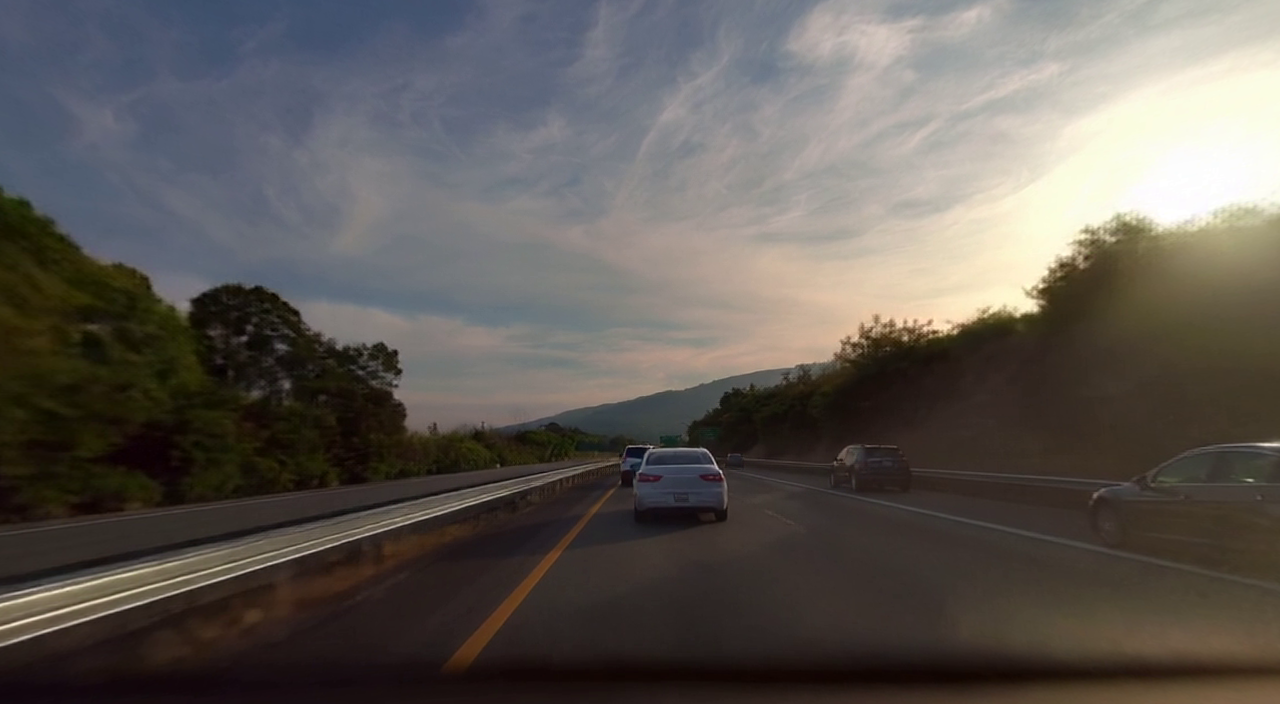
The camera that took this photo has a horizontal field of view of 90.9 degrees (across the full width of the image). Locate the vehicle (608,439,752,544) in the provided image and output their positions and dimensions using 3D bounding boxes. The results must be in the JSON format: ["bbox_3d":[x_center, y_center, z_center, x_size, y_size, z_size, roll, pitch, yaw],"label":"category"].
[{"bbox_3d":[0.581,2.326,11.084,2.076,1.485,3.774,0,-9,0],"label":"vehicle"}]

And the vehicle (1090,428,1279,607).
[{"bbox_3d":[6.350,1.398,5.377,1.965,1.484,4.090,0,-9,0],"label":"vehicle"}]

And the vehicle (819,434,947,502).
[{"bbox_3d":[6.808,3.283,18.227,1.980,1.702,4.235,0,-9,0],"label":"vehicle"}]
